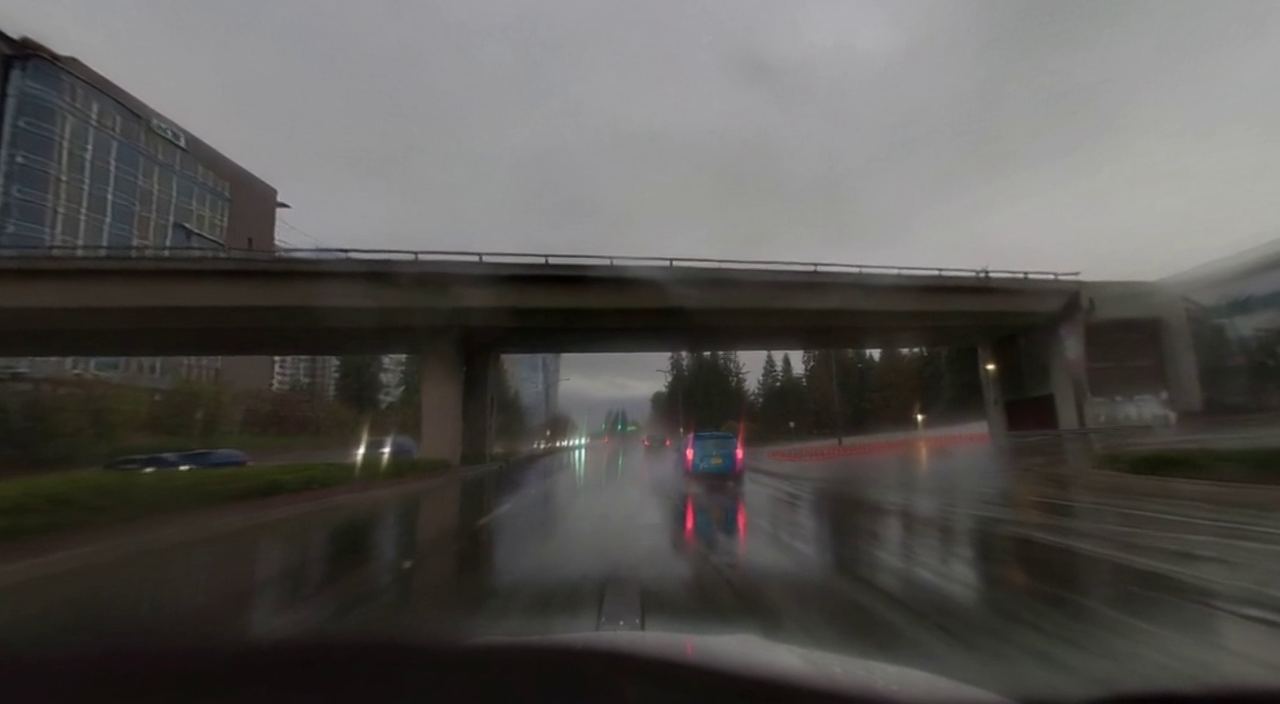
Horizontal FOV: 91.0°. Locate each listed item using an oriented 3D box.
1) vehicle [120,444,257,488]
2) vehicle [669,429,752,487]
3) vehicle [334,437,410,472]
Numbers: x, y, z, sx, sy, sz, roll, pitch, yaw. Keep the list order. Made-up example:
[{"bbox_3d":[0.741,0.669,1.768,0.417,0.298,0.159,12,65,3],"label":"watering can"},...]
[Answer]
[{"bbox_3d":[-16.863,4.253,23.870,1.883,1.506,4.535,0,-8,-2],"label":"vehicle"},{"bbox_3d":[2.211,3.519,21.098,2.110,1.712,4.489,0,-8,-2],"label":"vehicle"},{"bbox_3d":[-13.902,5.337,33.000,2.052,1.690,4.458,0,-8,-1],"label":"vehicle"}]
